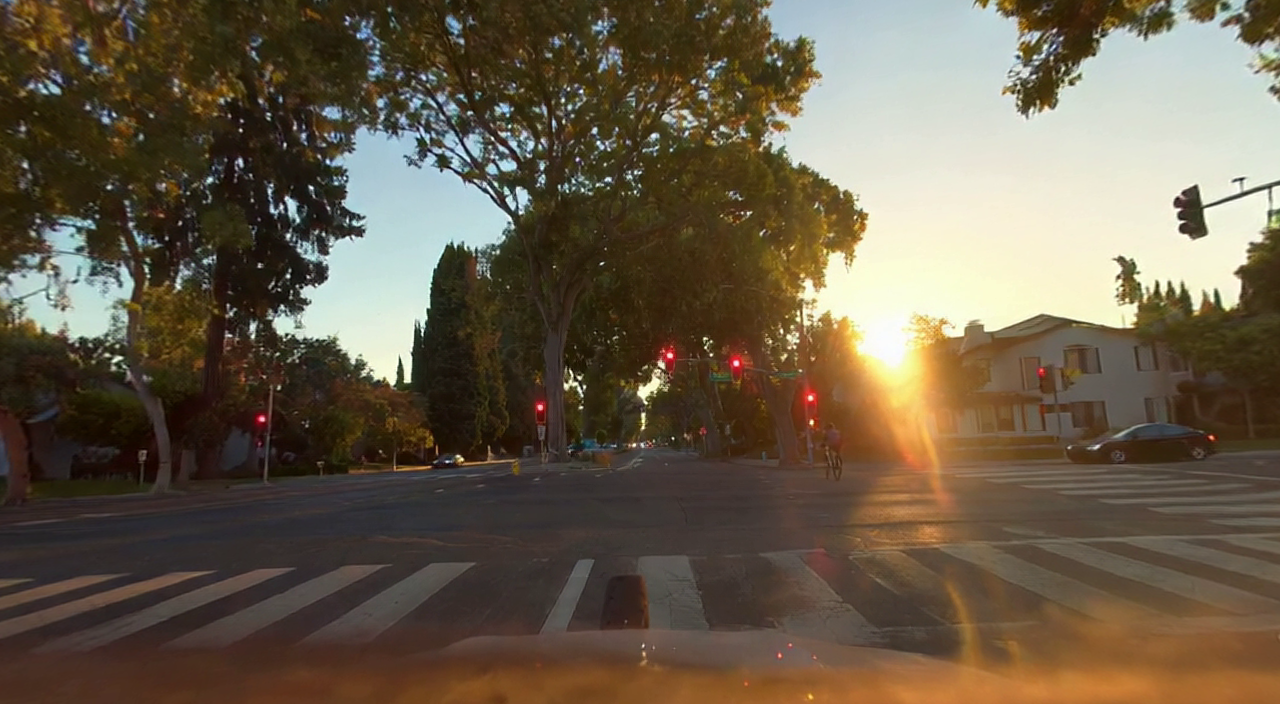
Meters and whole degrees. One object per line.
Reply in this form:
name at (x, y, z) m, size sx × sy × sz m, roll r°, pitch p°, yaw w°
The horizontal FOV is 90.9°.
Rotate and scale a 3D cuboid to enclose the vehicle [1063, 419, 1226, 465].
vehicle at (17.299, 3.108, 21.766) m, size 3.969 × 1.493 × 1.823 m, roll 0°, pitch -9°, yaw 1°
